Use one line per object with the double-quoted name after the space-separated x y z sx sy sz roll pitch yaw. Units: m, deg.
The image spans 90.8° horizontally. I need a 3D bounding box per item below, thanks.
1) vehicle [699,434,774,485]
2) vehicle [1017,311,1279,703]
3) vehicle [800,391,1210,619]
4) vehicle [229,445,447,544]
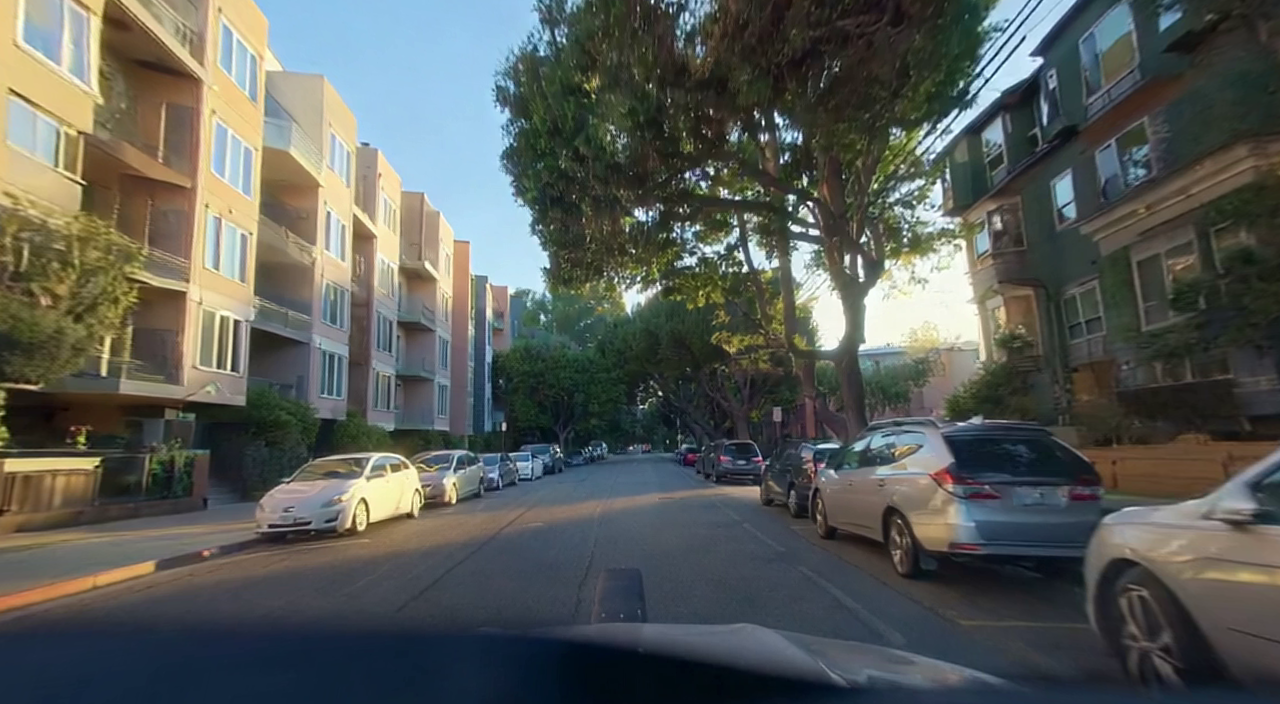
3.707 4.241 25.266 2.082 1.809 4.998 0 -8 -2 "vehicle"
3.471 0.643 1.481 2.131 1.829 4.894 0 -8 0 "vehicle"
3.621 1.608 7.664 2.093 1.801 4.788 2 -8 0 "vehicle"
-5.237 2.475 11.755 1.772 1.466 4.342 0 -8 2 "vehicle"
